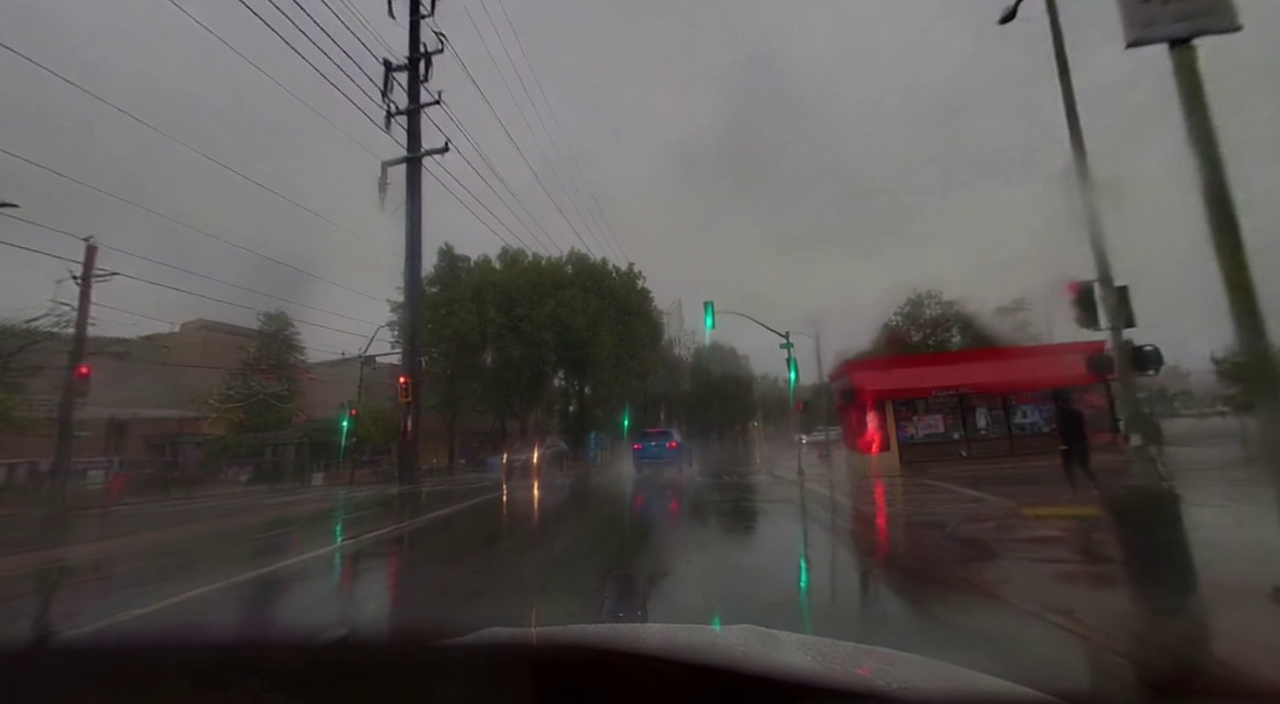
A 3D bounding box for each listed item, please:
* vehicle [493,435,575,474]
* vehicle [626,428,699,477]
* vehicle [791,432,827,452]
[{"bbox_3d":[-4.963,4.876,30.230,2.017,1.684,4.483,-3,-9,17],"label":"vehicle"},{"bbox_3d":[0.993,3.970,25.027,2.101,1.721,4.364,-2,-9,13],"label":"vehicle"},{"bbox_3d":[13.200,7.041,49.123,2.006,1.470,4.099,-4,-9,24],"label":"vehicle"}]
